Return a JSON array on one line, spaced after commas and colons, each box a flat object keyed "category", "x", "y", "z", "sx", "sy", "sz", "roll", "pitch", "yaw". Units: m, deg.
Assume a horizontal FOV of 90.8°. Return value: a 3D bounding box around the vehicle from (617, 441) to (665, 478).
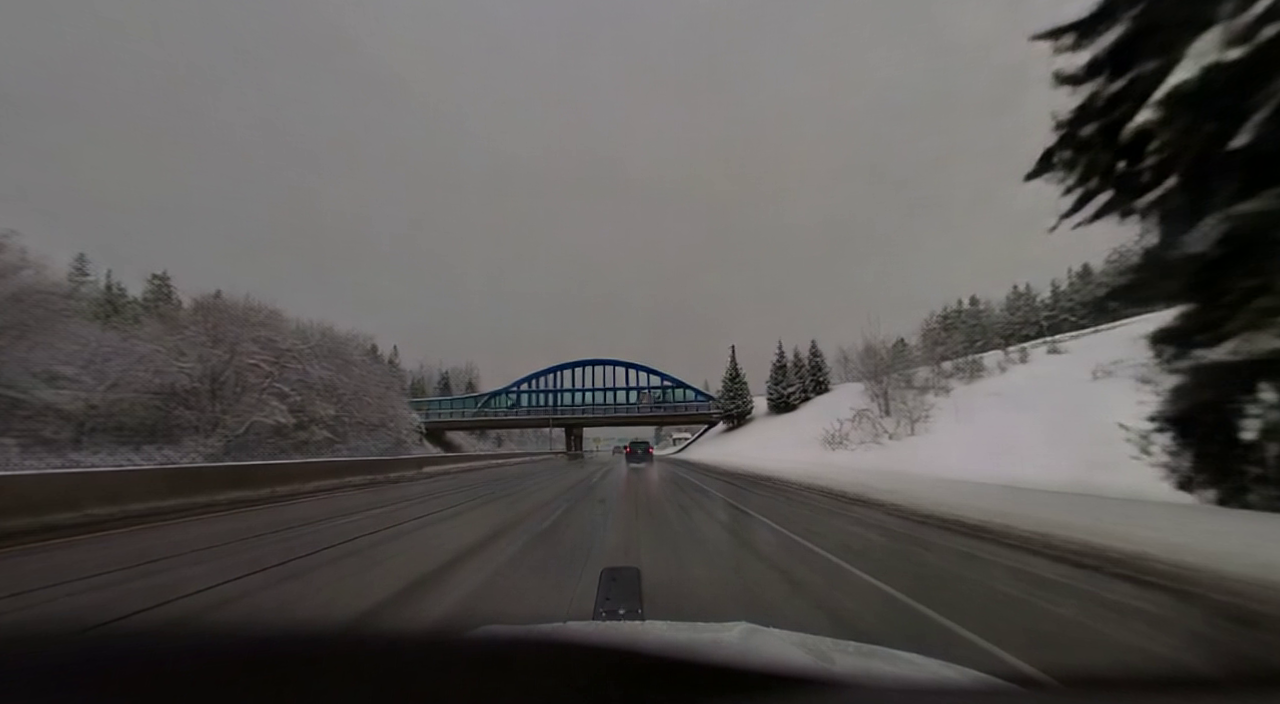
[{"category": "vehicle", "x": 0.003, "y": 5.518, "z": 32.572, "sx": 2.299, "sy": 1.716, "sz": 4.579, "roll": 0, "pitch": -9, "yaw": -1}]
